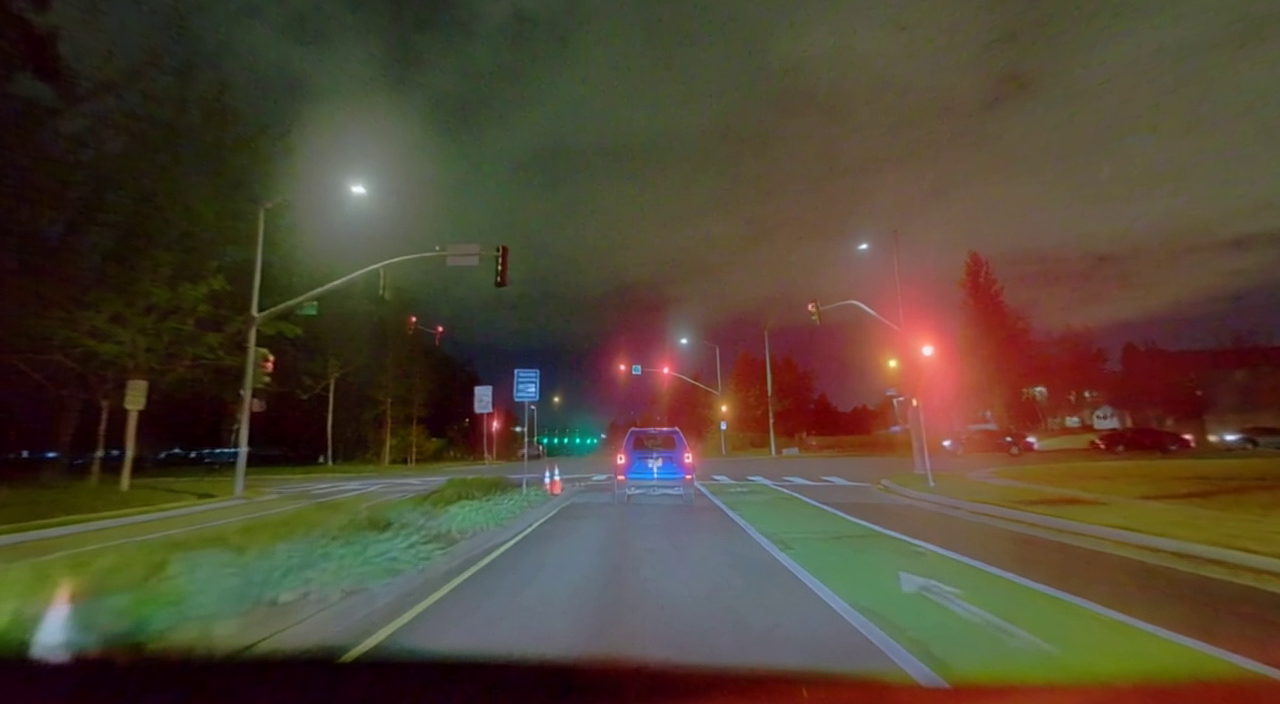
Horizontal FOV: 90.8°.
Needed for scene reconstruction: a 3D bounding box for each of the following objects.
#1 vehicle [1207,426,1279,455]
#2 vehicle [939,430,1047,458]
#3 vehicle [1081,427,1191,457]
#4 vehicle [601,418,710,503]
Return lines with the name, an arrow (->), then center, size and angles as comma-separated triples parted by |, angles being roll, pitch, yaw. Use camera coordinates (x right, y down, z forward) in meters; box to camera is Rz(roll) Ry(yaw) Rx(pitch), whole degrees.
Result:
vehicle -> 33.247, 4.689, 33.453 | 4.483, 1.481, 2.082 | 0, -9, -4
vehicle -> 18.636, 4.890, 33.501 | 4.492, 1.422, 1.961 | 0, -9, -1
vehicle -> 26.444, 4.817, 33.755 | 4.343, 1.518, 1.845 | 0, -9, -3
vehicle -> 0.321, 2.678, 15.946 | 2.339, 1.790, 4.629 | -1, -9, 0
